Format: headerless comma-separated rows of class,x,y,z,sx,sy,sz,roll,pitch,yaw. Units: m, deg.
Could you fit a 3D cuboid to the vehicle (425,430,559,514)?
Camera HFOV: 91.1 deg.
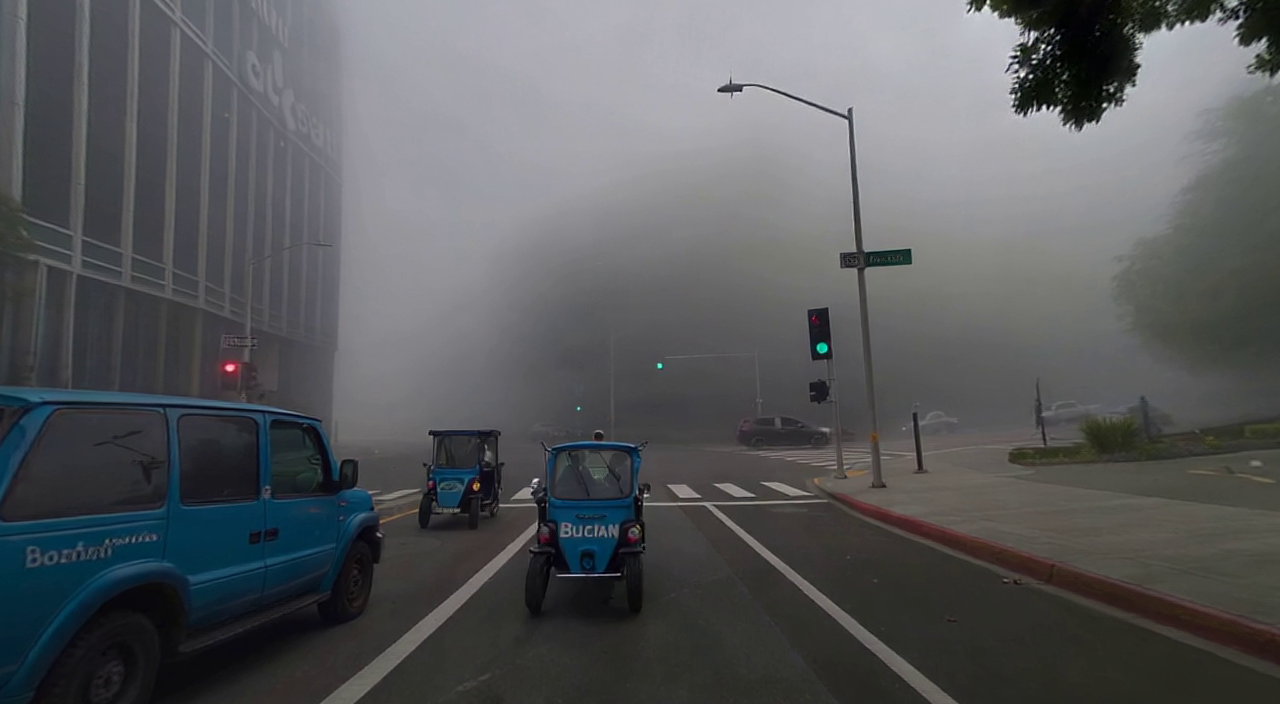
vehicle,-3.180,2.656,14.393,1.935,1.615,4.073,-1,-8,2

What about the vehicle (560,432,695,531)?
vehicle,-0.158,2.256,11.534,2.025,1.458,4.085,0,-8,1

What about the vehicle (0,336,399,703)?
vehicle,-3.608,1.130,4.442,2.000,1.809,4.405,0,-8,0

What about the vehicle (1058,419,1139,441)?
vehicle,30.729,5.269,42.101,1.751,1.420,4.027,8,-12,-43

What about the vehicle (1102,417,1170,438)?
vehicle,36.761,5.606,46.567,1.625,1.449,3.557,6,-11,-38
